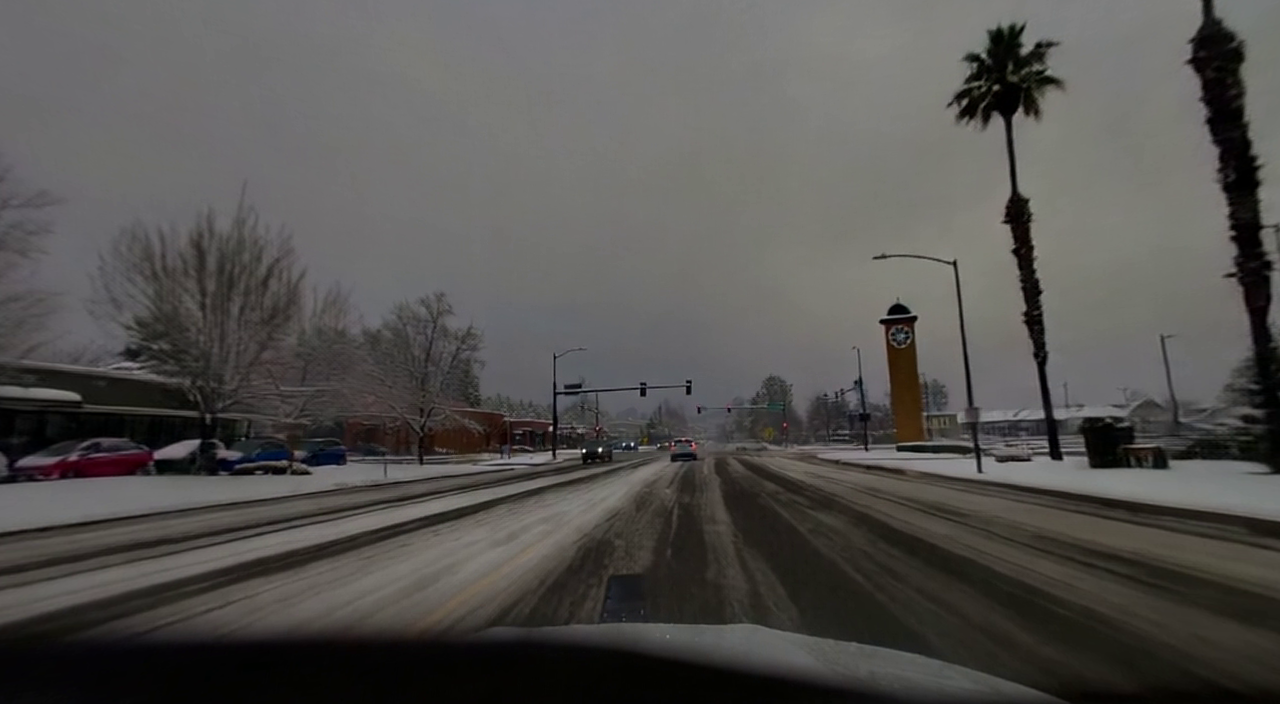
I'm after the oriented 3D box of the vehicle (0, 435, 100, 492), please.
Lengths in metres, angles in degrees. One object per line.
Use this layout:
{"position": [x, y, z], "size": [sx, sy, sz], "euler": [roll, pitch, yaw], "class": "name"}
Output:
{"position": [-22.128, 3.862, 21.979], "size": [4.486, 1.801, 2.250], "euler": [-1, -6, 3], "class": "vehicle"}
